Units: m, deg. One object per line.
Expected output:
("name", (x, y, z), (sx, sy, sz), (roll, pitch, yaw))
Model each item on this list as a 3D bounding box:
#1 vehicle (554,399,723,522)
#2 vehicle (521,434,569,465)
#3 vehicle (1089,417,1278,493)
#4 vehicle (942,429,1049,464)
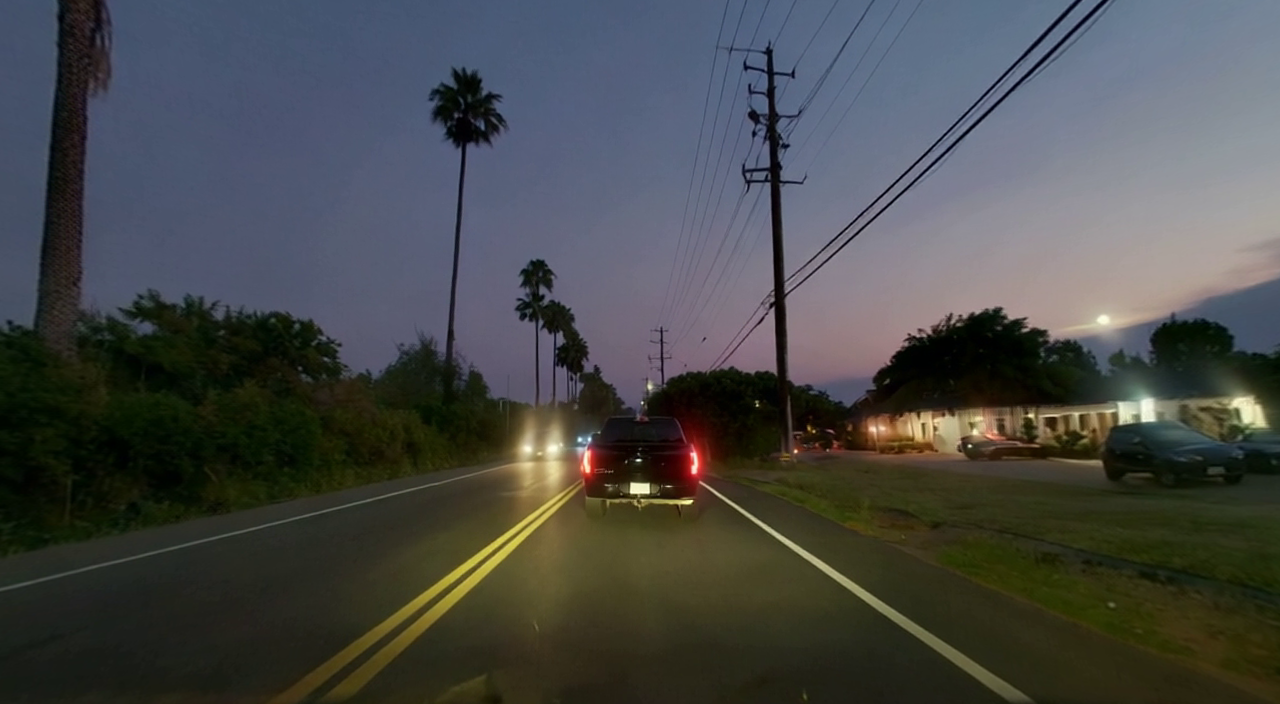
("vehicle", (-0.006, 2.261, 13.651), (2.848, 2.047, 5.885), (0, -8, 0))
("vehicle", (-5.868, 6.106, 39.604), (2.271, 1.798, 5.412), (0, -8, -1))
("vehicle", (16.087, 3.099, 19.290), (2.338, 1.917, 6.076), (-3, -9, 21))
("vehicle", (20.365, 5.505, 36.667), (2.277, 1.836, 6.267), (0, -9, -4))
